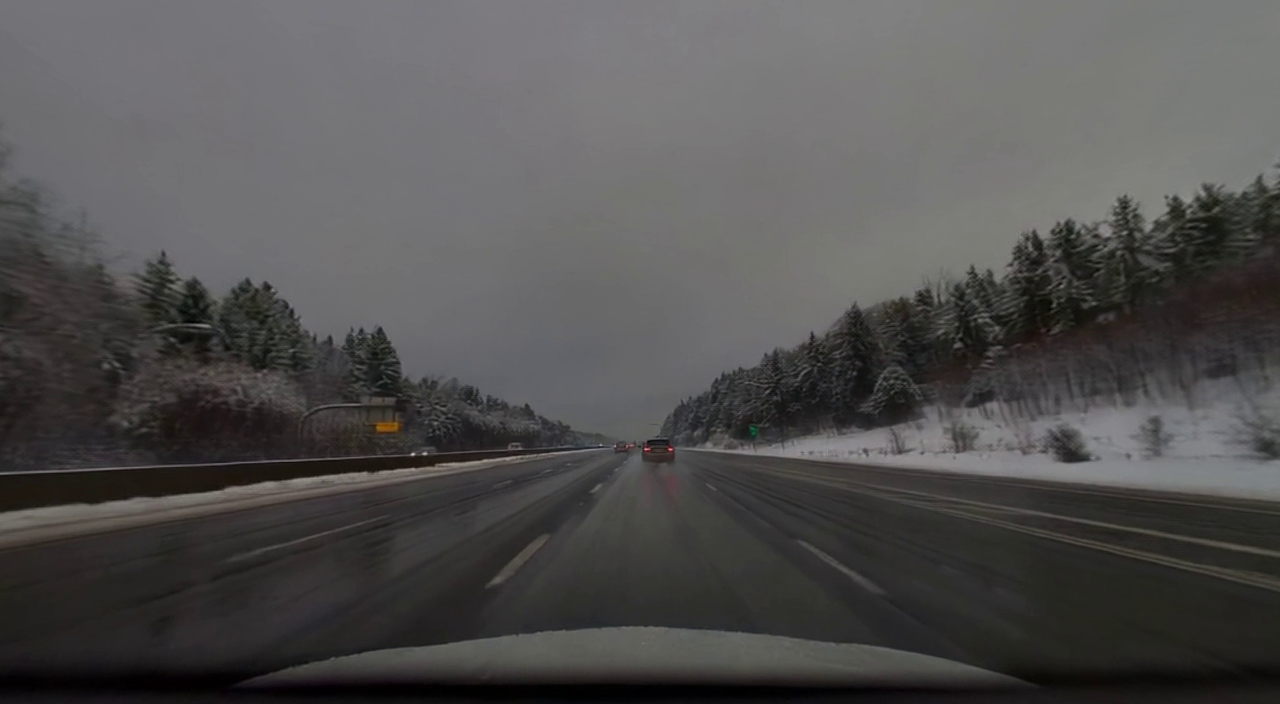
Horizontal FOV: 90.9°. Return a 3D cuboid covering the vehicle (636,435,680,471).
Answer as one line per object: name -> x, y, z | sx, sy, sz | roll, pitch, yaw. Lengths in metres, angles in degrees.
vehicle -> 0.927, 5.454, 34.255 | 2.260, 1.766, 4.348 | 0, -8, 0
